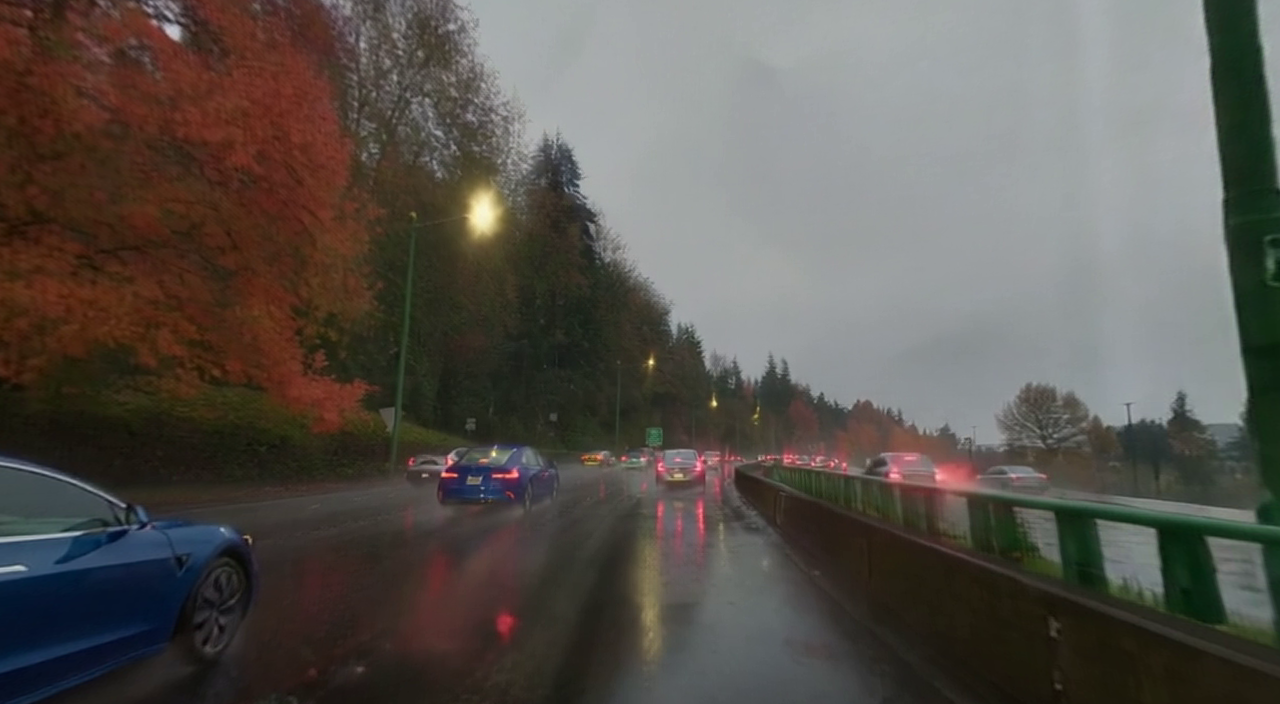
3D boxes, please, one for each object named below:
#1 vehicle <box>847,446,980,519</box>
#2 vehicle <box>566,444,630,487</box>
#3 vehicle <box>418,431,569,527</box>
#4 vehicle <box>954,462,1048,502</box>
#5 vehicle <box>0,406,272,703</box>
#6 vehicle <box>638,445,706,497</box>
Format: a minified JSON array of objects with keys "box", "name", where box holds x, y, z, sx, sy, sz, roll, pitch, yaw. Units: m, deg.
[{"box":[7.004,3.327,16.632,1.768,1.634,4.064,0,-9,2],"name":"vehicle"},{"box":[-1.658,4.708,26.485,1.930,1.635,4.260,-1,-9,7],"name":"vehicle"},{"box":[-2.872,2.610,13.551,1.979,1.663,4.513,0,-9,2],"name":"vehicle"},{"box":[15.691,5.629,27.675,1.816,1.481,4.422,0,-9,5],"name":"vehicle"},{"box":[-3.493,0.896,2.032,1.921,1.503,4.317,0,-9,1],"name":"vehicle"},{"box":[1.123,3.863,20.896,2.015,1.506,4.276,0,-9,4],"name":"vehicle"}]
